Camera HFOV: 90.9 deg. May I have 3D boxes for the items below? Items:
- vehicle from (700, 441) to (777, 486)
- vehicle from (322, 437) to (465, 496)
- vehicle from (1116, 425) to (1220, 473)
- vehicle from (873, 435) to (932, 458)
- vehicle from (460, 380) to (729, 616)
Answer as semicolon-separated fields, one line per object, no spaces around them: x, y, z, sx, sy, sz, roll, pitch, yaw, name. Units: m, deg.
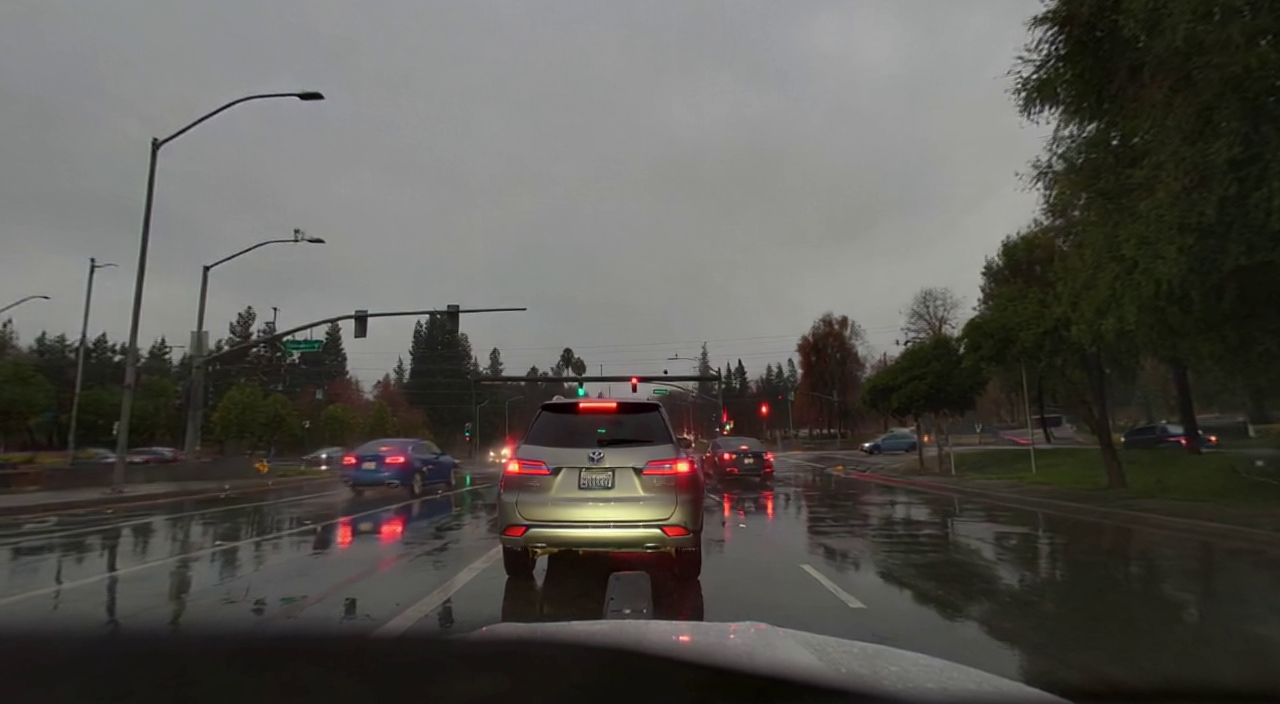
3.372;3.897;22.386;2.104;1.441;4.240;0;-8;1;vehicle
-6.889;3.248;18.344;2.060;1.473;4.950;0;-8;2;vehicle
19.243;3.520;22.923;4.215;1.578;1.892;7;-11;-37;vehicle
19.996;7.205;47.907;4.361;1.653;2.034;6;-10;-35;vehicle
-0.343;1.442;7.100;2.064;1.817;4.298;0;-8;0;vehicle
